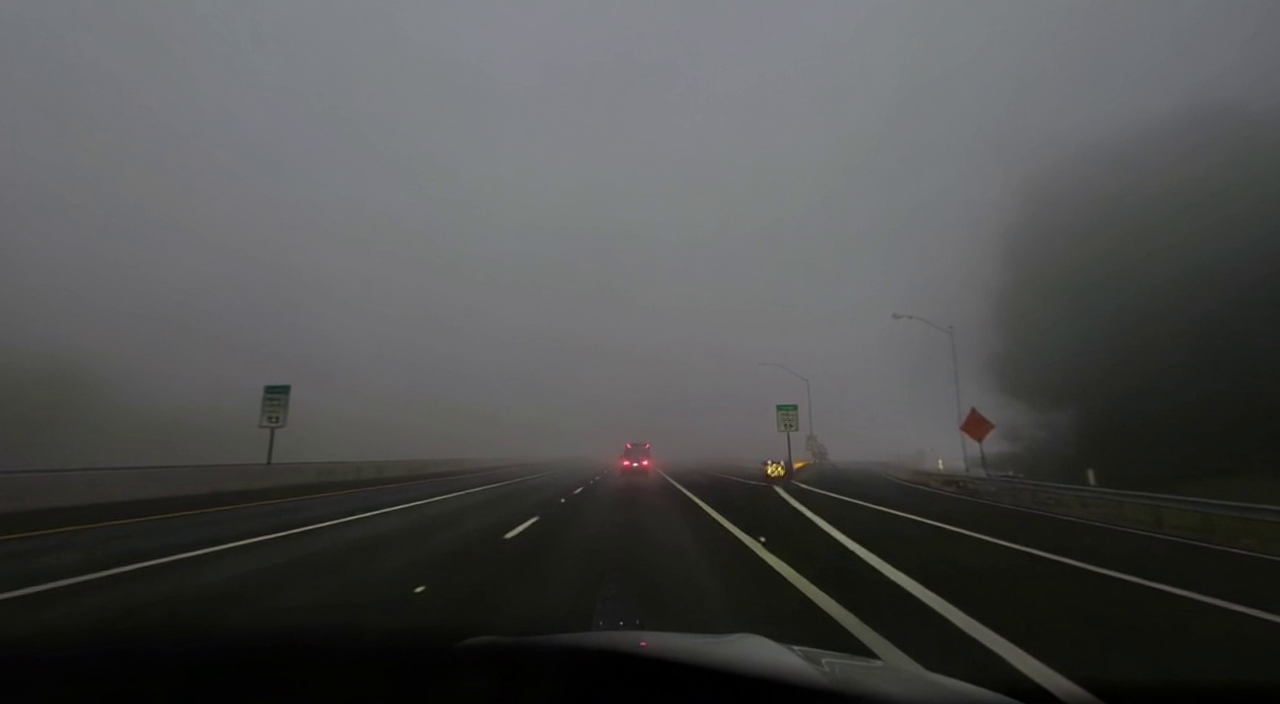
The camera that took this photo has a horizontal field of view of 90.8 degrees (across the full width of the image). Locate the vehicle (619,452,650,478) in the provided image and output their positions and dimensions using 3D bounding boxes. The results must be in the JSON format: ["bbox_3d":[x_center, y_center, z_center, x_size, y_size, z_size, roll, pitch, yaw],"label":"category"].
[{"bbox_3d":[-0.286,6.671,37.521,1.695,1.437,3.506,0,-9,1],"label":"vehicle"}]
